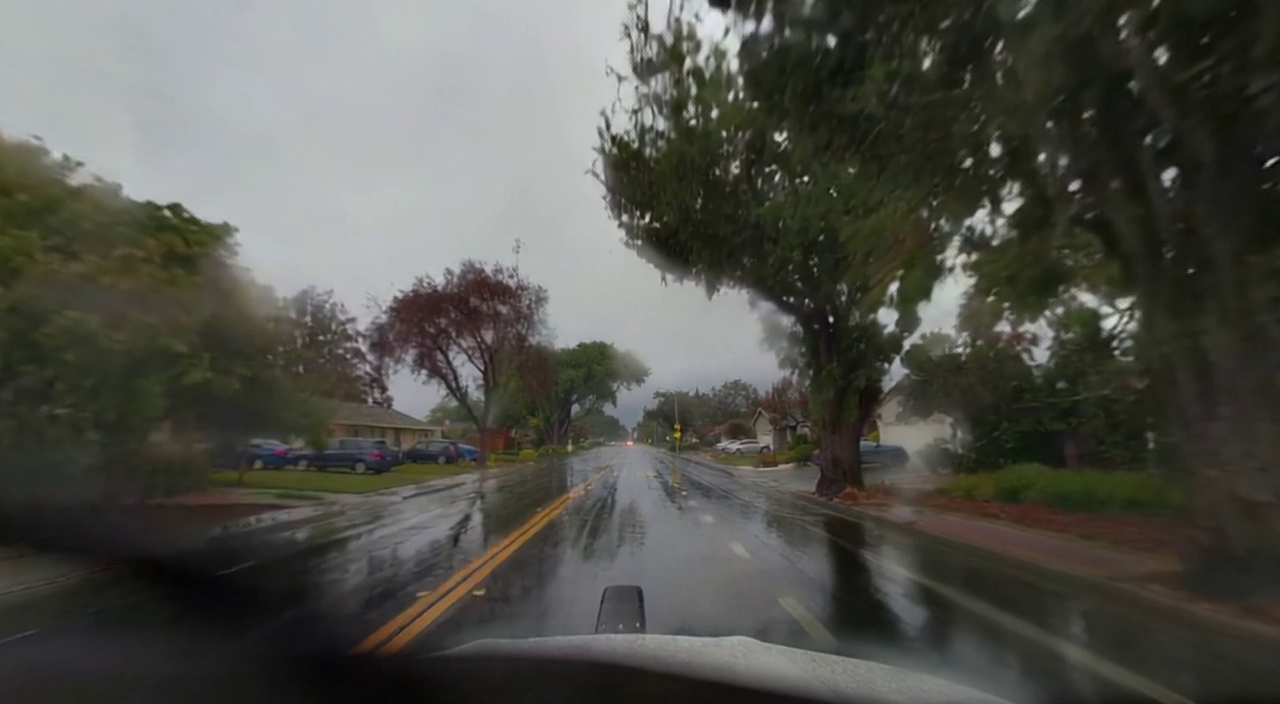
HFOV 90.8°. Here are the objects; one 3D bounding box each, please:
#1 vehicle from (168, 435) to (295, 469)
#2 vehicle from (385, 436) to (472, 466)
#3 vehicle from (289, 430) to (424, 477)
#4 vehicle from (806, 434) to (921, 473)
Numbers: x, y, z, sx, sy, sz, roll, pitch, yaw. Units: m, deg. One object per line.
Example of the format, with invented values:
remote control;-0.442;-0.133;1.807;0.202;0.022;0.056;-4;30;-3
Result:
vehicle;-18.871;4.669;29.367;4.351;1.488;2.114;1;-9;-3
vehicle;-12.792;6.019;38.442;4.549;1.802;2.081;0;-9;2
vehicle;-12.459;4.474;27.991;5.009;1.880;1.961;-1;-8;1
vehicle;10.740;4.899;30.571;4.751;1.518;1.885;-4;-8;-1
